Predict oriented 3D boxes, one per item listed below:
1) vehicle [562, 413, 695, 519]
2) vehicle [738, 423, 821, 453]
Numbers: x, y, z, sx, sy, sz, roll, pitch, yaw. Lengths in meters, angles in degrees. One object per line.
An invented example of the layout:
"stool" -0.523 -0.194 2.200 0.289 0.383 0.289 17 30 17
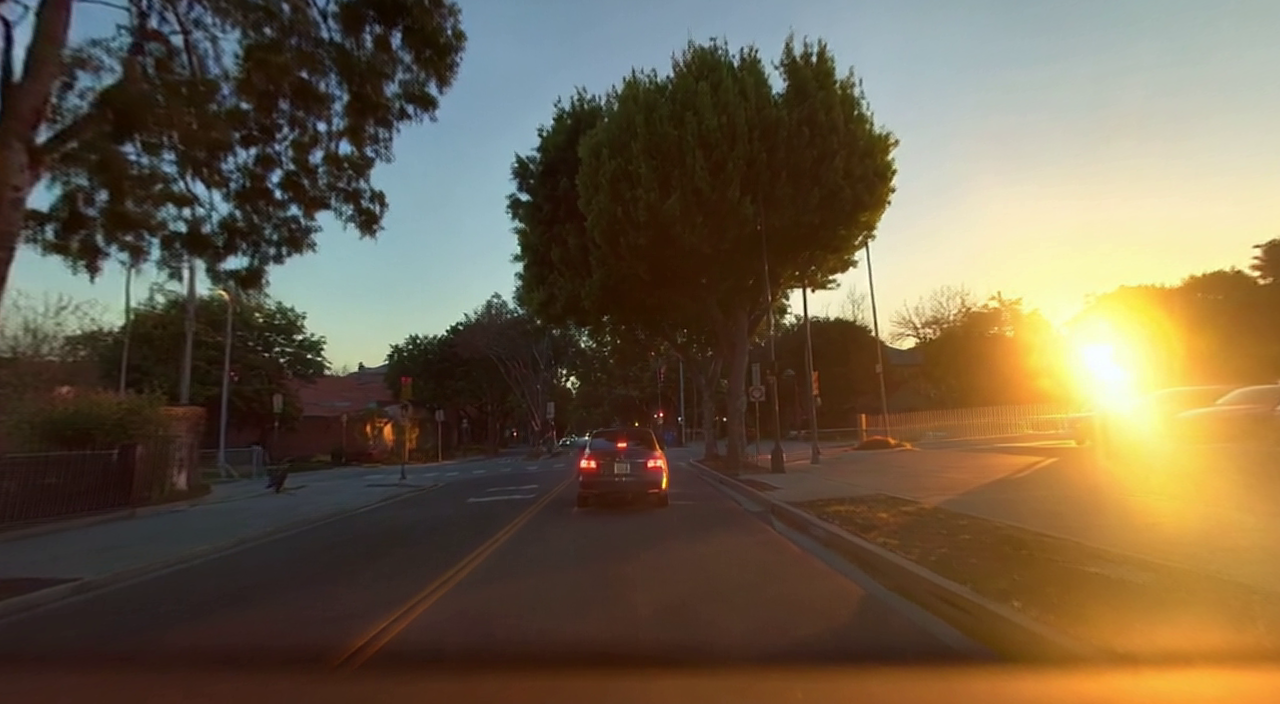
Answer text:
"vehicle" -0.167 2.112 12.131 2.142 1.686 3.816 -1 -8 1
"vehicle" 8.159 5.062 37.110 4.401 1.651 1.966 -1 -8 1
